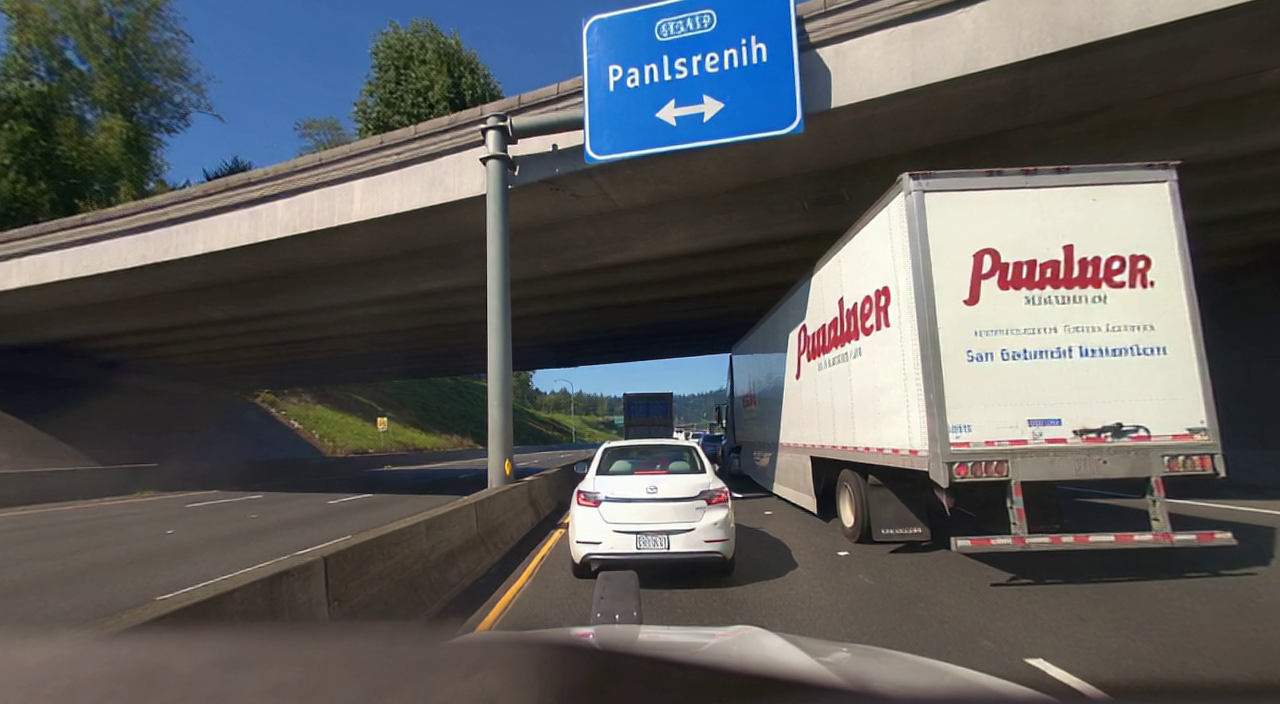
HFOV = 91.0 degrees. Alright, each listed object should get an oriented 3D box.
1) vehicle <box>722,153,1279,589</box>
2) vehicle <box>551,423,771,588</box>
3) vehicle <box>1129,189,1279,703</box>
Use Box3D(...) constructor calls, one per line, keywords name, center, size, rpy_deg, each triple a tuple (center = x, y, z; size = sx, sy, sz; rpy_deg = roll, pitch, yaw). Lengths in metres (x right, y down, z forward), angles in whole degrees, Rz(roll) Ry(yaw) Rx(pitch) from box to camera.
Box3D(name="vehicle", center=(4.212, 1.075, 12.979), size=(2.827, 4.081, 14.305), rpy_deg=(0, -8, -1))
Box3D(name="vehicle", center=(0.182, 1.686, 7.717), size=(2.045, 1.490, 3.597), rpy_deg=(-1, -8, 0))
Box3D(name="vehicle", center=(4.731, 0.132, 0.671), size=(2.892, 2.615, 6.650), rpy_deg=(0, -8, -1))
